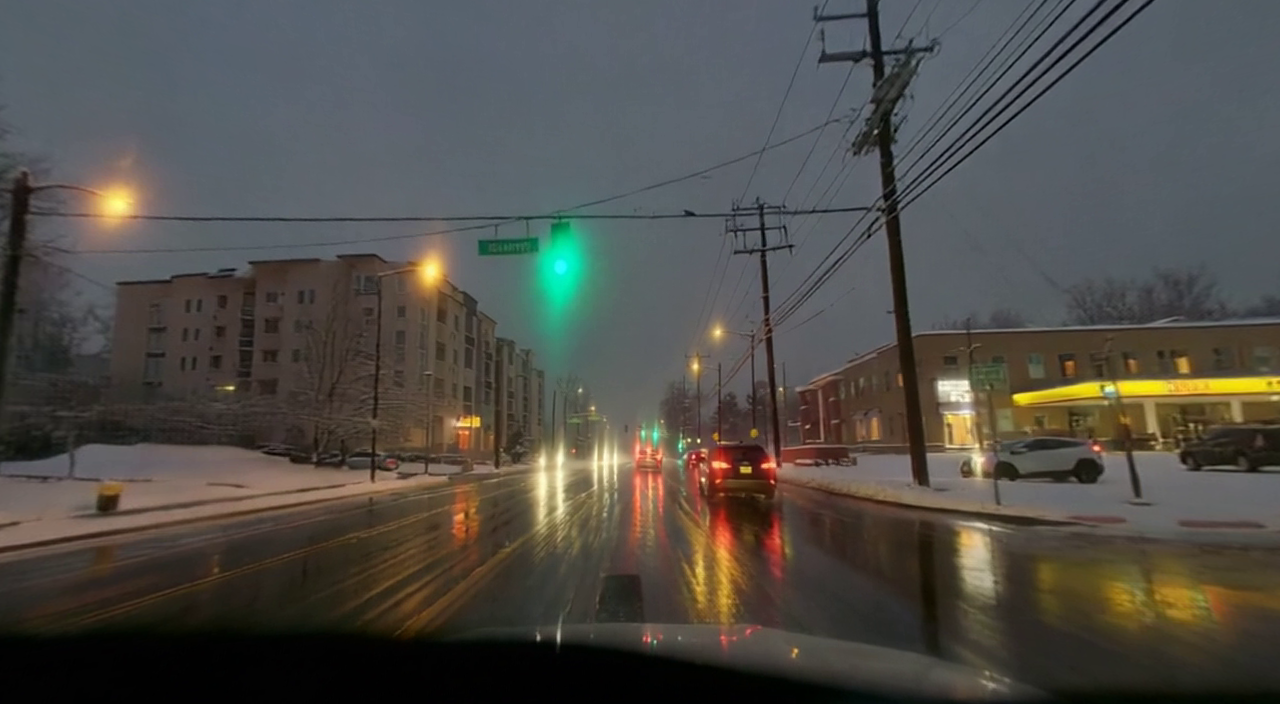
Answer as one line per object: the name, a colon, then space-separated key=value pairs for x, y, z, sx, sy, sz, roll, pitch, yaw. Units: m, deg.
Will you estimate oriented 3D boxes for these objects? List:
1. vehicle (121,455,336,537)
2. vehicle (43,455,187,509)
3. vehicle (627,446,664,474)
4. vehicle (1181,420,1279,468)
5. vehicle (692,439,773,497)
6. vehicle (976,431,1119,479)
vehicle: x=-9.066 y=3.157 z=14.506 sx=1.859 sy=1.451 sz=4.447 roll=-1 pitch=-8 yaw=1
vehicle: x=-17.076 y=4.215 z=20.610 sx=3.631 sy=1.452 sz=1.610 roll=-3 pitch=-3 yaw=9
vehicle: x=0.340 y=6.101 z=35.979 sx=1.999 sy=1.487 sz=3.939 roll=0 pitch=-8 yaw=1
vehicle: x=21.594 y=3.189 z=22.070 sx=1.856 sy=1.530 sz=3.933 roll=0 pitch=-8 yaw=1
vehicle: x=2.847 y=3.660 z=20.466 sx=1.945 sy=1.647 sz=4.160 roll=0 pitch=-8 yaw=-1
vehicle: x=14.191 y=3.592 z=22.393 sx=1.846 sy=1.480 sz=4.649 roll=0 pitch=-8 yaw=-2
